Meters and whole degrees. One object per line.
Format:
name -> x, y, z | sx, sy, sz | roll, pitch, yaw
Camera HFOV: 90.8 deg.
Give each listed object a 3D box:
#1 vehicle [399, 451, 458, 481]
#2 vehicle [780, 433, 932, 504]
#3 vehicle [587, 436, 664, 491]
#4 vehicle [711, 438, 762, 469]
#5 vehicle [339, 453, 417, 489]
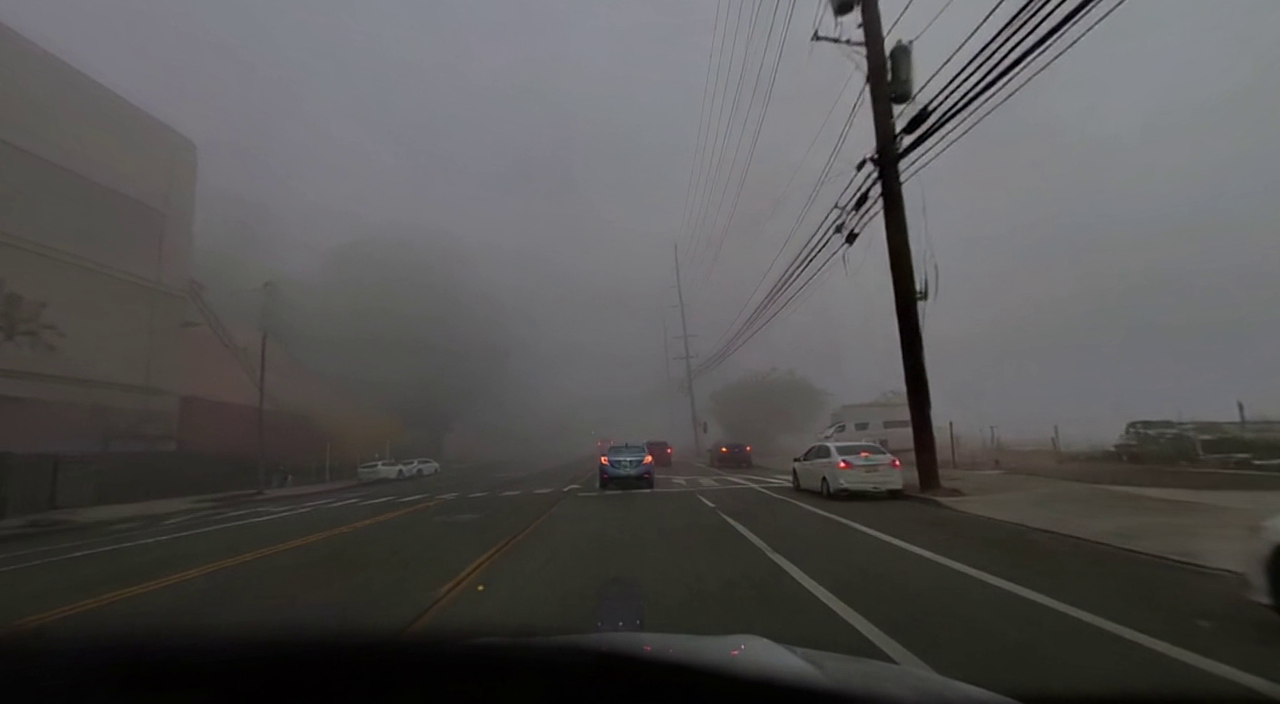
vehicle -> -11.655, 6.282, 35.075 | 1.817, 1.480, 4.282 | 0, -8, -1
vehicle -> 5.056, 2.795, 15.606 | 1.987, 1.459, 4.677 | 0, -8, -2
vehicle -> -0.422, 3.352, 19.323 | 2.116, 1.479, 3.980 | 0, -8, -1
vehicle -> 5.088, 5.438, 33.989 | 1.937, 1.523, 4.541 | 0, -8, -1
vehicle -> -11.870, 5.391, 28.969 | 1.828, 1.457, 4.371 | 0, -8, -2
